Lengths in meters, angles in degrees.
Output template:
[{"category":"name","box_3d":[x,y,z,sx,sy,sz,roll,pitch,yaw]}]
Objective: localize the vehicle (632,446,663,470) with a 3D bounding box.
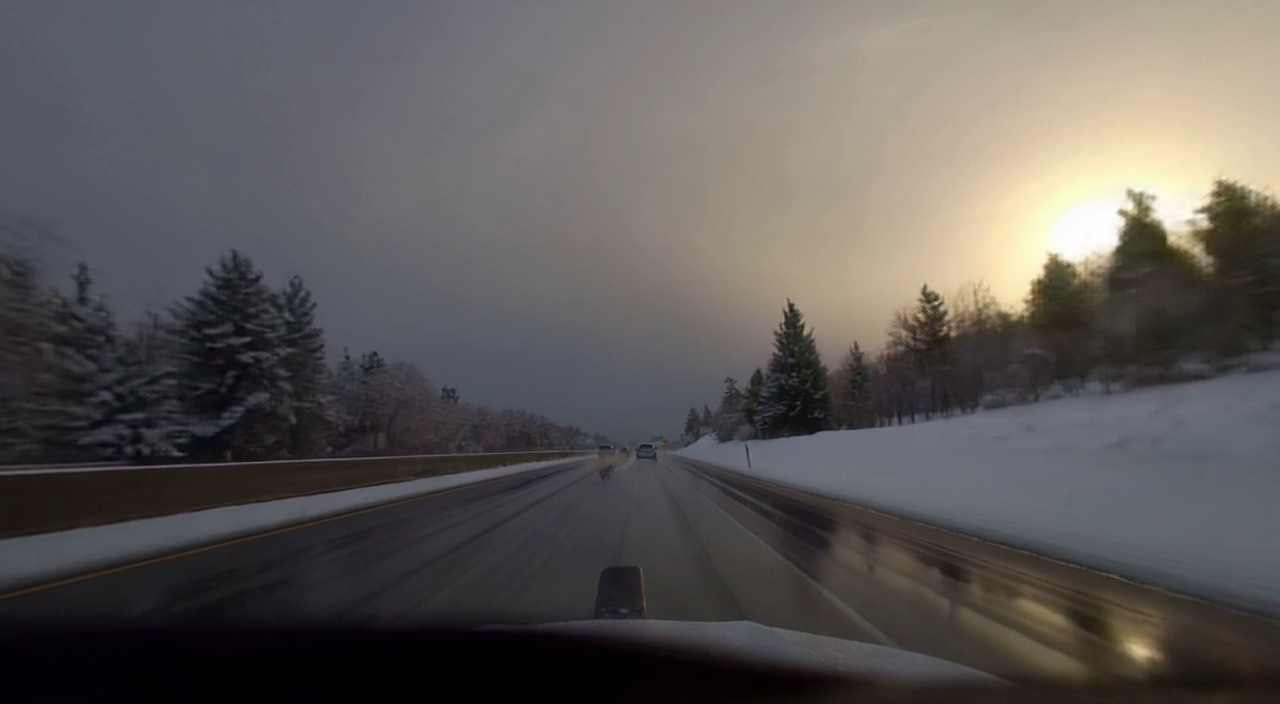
[{"category":"vehicle","box_3d":[0.502,6.959,41.410,1.934,1.488,3.832,0,-9,1]}]
